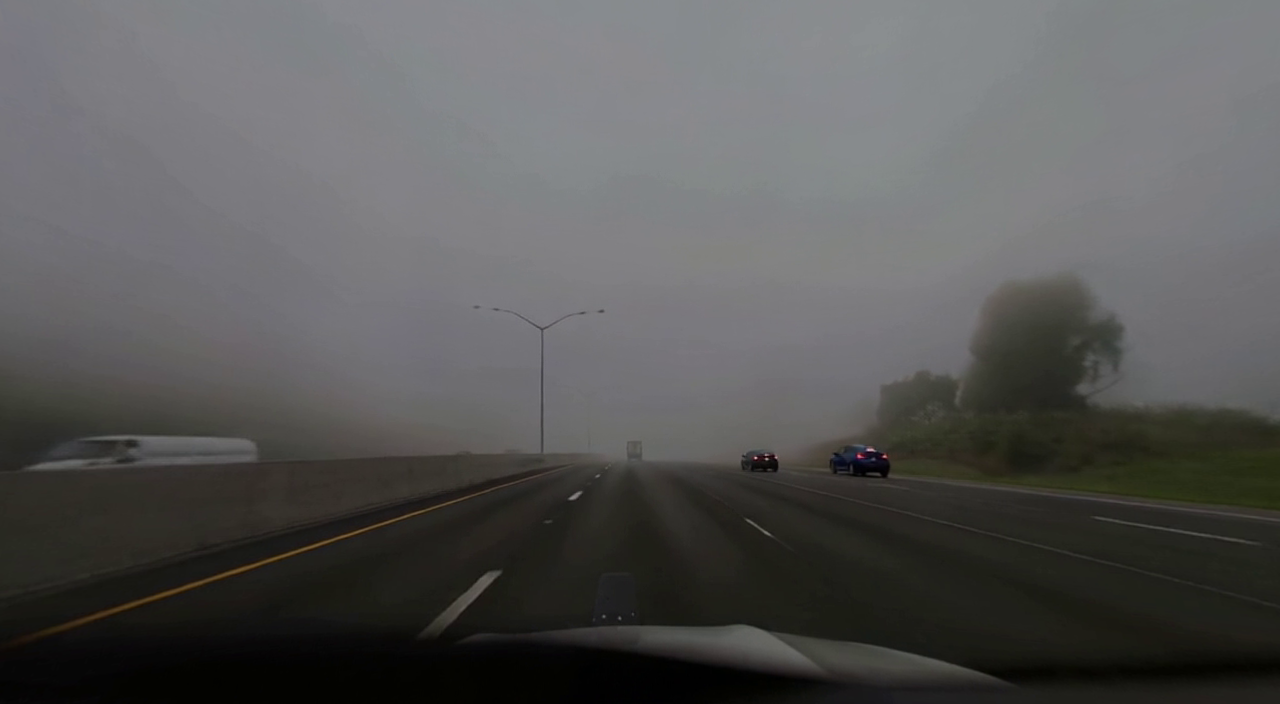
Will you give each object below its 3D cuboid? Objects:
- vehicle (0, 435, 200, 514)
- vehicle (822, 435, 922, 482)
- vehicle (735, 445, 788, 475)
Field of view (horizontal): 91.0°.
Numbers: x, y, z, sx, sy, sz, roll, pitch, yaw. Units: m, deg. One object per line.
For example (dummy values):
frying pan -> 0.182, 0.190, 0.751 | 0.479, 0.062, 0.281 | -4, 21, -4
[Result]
vehicle -> -17.162, 3.601, 19.176 | 2.851, 1.978, 6.334 | 0, -9, 1
vehicle -> 10.503, 4.886, 29.081 | 2.387, 1.936, 5.646 | 0, -9, -1
vehicle -> 6.776, 6.043, 35.575 | 2.053, 1.553, 4.463 | 0, -9, -1
